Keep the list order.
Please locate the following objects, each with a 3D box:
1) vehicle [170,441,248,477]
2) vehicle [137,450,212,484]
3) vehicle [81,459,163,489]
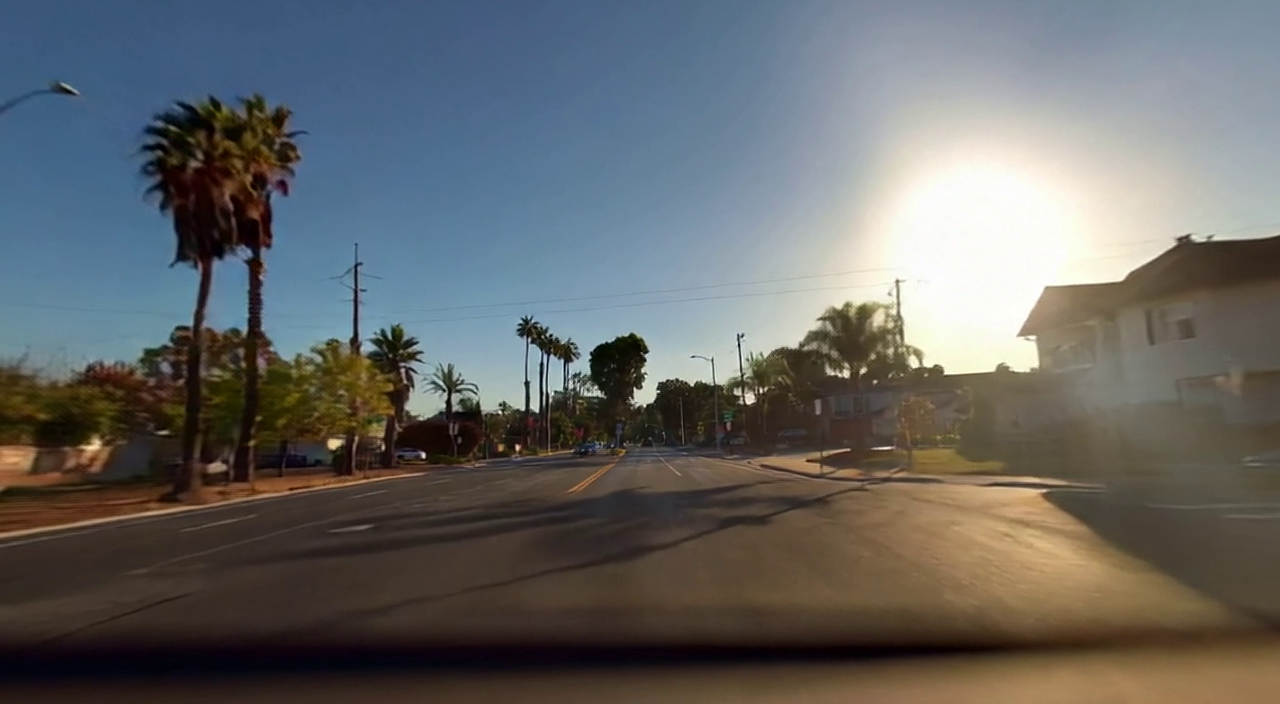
[{"bbox_3d":[-26.674,6.558,39.075,4.793,2.087,1.929,-5,-9,30],"label":"vehicle"},{"bbox_3d":[-26.573,6.559,36.027,4.270,1.690,1.978,-7,-8,32],"label":"vehicle"},{"bbox_3d":[-31.633,7.388,38.563,4.716,1.652,1.917,-4,-10,25],"label":"vehicle"}]
